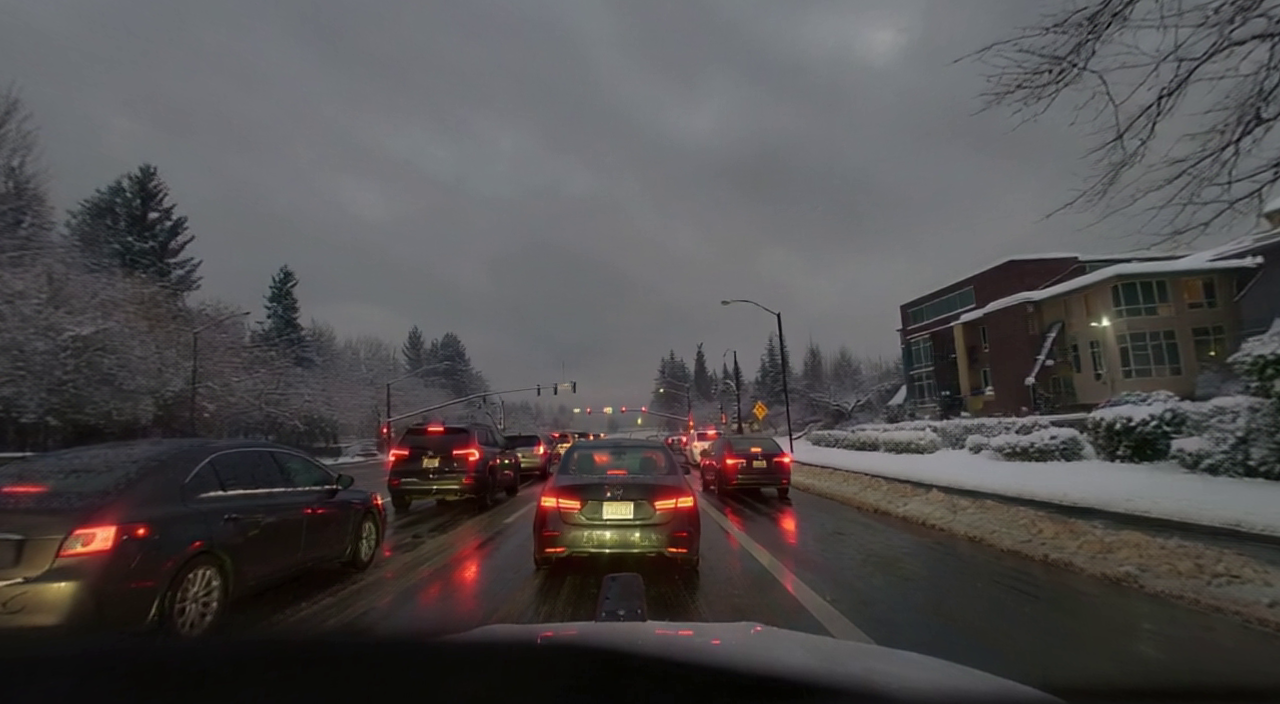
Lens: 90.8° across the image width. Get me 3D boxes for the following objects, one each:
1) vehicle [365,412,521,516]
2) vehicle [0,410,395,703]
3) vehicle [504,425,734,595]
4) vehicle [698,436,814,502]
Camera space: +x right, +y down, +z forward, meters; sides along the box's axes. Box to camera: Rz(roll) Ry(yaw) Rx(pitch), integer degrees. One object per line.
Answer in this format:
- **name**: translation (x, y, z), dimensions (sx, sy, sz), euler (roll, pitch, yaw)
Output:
- **vehicle**: translation (-4.038, 2.381, 13.894), dimensions (2.054, 1.881, 4.469), euler (0, -8, -1)
- **vehicle**: translation (-3.864, 1.346, 5.244), dimensions (1.985, 1.467, 4.224), euler (0, -9, -1)
- **vehicle**: translation (-0.233, 1.678, 7.617), dimensions (2.007, 1.467, 4.059), euler (0, -8, -2)
- **vehicle**: translation (2.804, 2.952, 16.416), dimensions (1.978, 1.452, 4.381), euler (0, -8, -3)
